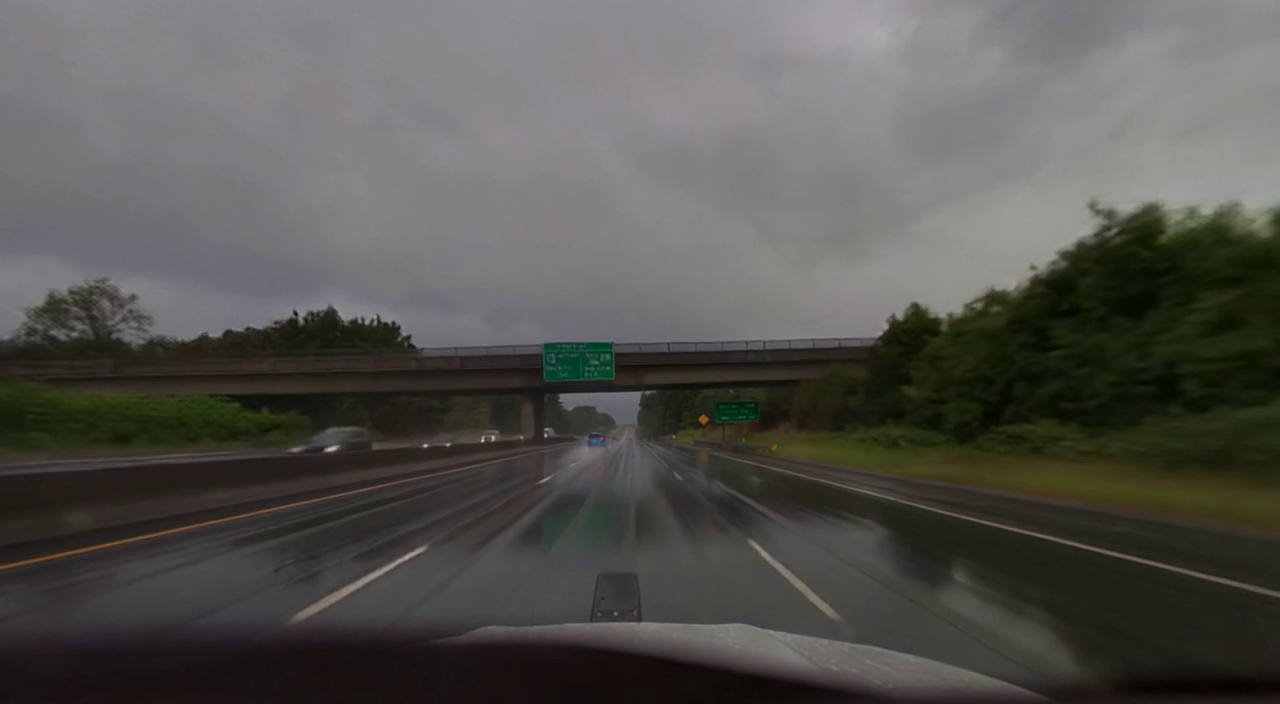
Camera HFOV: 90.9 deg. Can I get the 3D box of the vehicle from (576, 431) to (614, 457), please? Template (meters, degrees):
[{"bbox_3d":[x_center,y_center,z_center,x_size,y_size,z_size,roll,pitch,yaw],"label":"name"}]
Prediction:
[{"bbox_3d":[-2.964,6.173,42.301,2.086,1.624,4.607,0,-8,1],"label":"vehicle"}]

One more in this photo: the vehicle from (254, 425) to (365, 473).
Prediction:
[{"bbox_3d":[-13.328,3.927,25.792,1.967,1.764,4.733,0,-8,0],"label":"vehicle"}]

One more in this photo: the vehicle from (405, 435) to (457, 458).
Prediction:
[{"bbox_3d":[-13.768,6.250,41.762,1.937,1.424,4.454,0,-8,0],"label":"vehicle"}]
